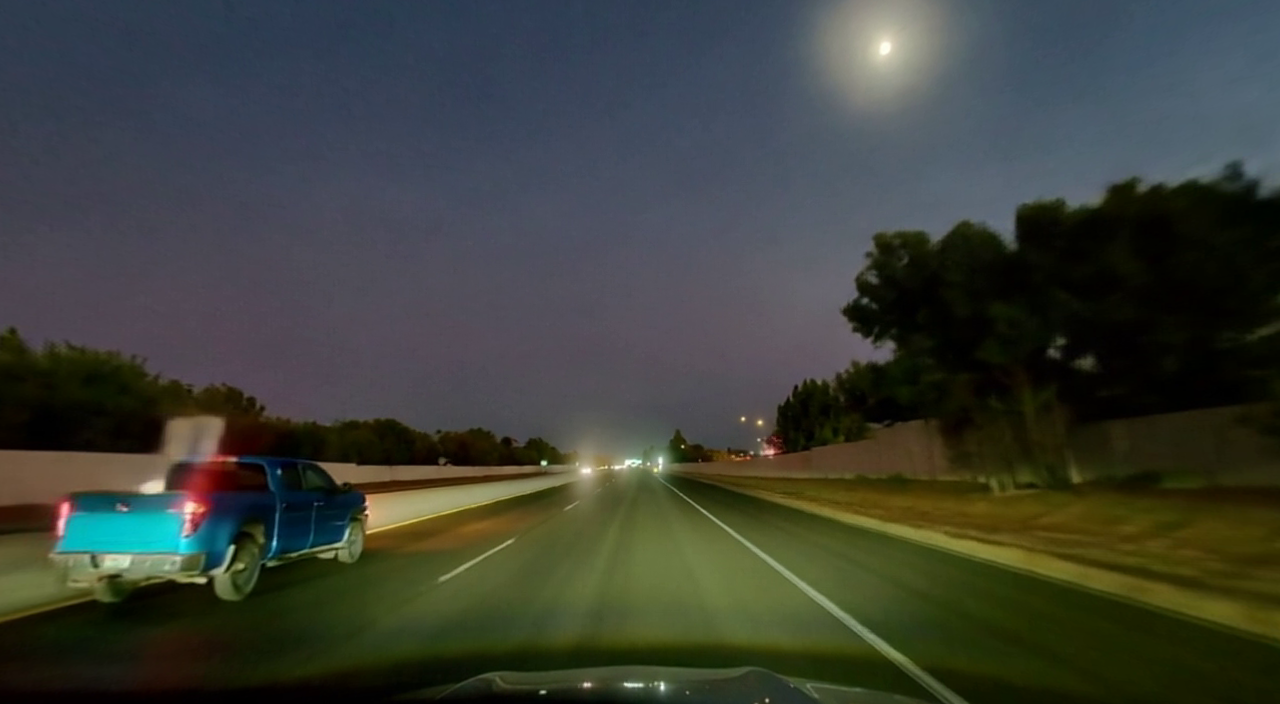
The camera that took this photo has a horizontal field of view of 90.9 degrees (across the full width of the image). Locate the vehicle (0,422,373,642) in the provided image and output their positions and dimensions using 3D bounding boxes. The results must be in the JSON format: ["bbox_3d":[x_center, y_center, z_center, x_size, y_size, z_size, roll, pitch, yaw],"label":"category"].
[{"bbox_3d":[-4.635,1.640,6.550,1.914,1.534,4.015,1,-10,0],"label":"vehicle"}]
